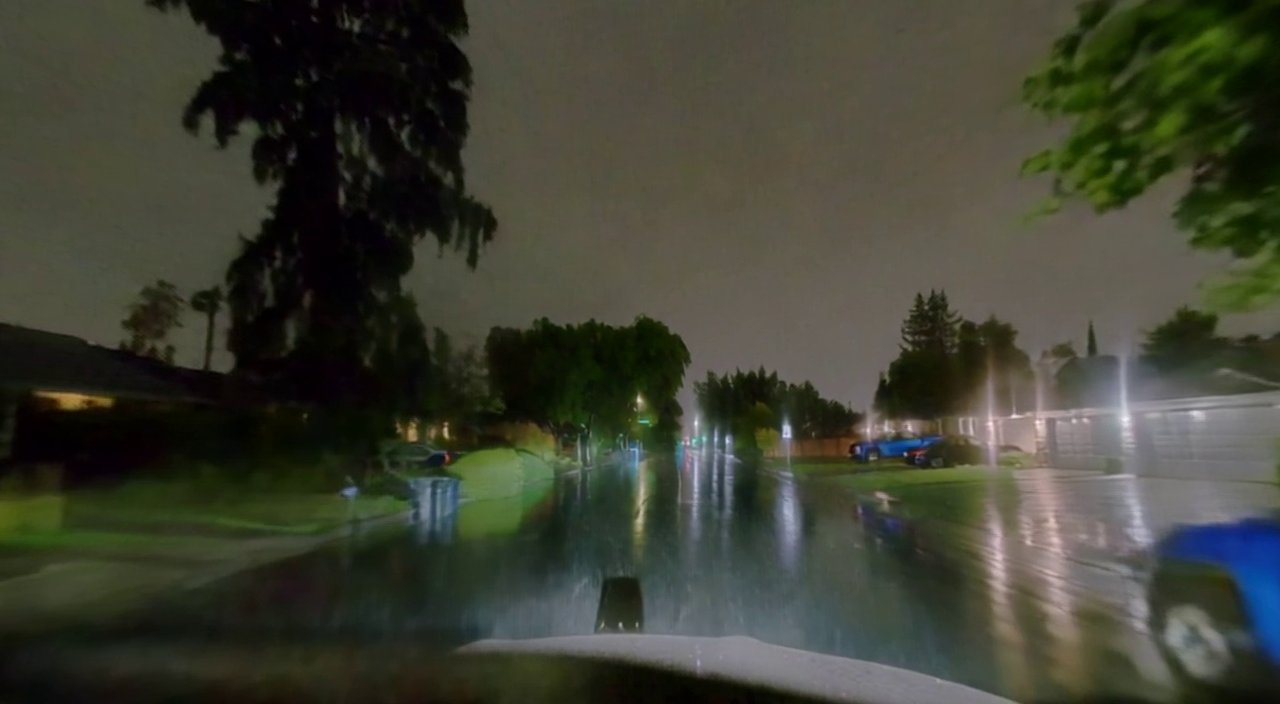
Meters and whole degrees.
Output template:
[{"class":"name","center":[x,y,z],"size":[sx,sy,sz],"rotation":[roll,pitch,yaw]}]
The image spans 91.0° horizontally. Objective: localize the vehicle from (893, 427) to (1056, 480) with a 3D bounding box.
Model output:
[{"class":"vehicle","center":[12.036,3.698,22.924],"size":[4.710,1.512,1.894],"rotation":[-5,-9,3]}]

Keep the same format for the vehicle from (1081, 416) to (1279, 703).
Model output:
[{"class":"vehicle","center":[3.654,0.880,1.676],"size":[2.006,1.494,4.211],"rotation":[0,-9,2]}]
